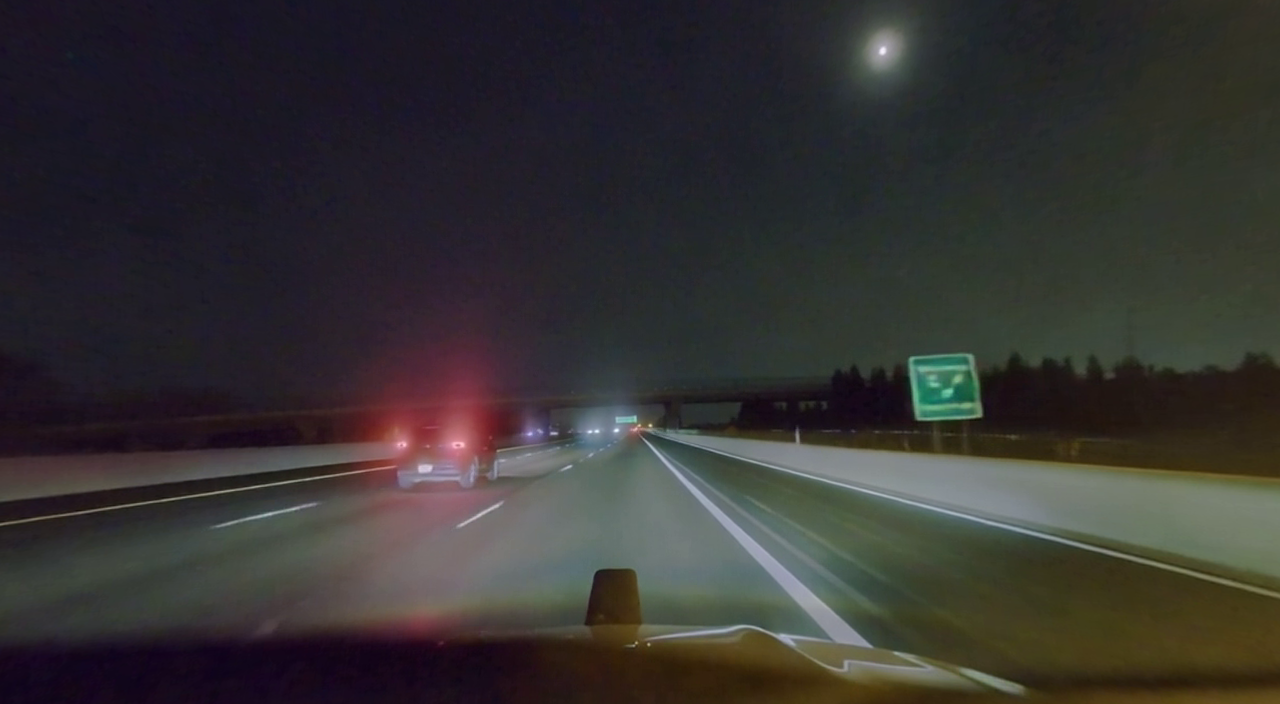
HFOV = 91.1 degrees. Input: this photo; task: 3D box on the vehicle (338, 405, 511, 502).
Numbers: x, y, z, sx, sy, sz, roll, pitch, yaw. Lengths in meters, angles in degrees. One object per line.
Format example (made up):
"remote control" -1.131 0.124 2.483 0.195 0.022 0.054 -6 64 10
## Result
"vehicle" -4.393 2.161 13.815 2.153 1.730 4.772 0 -8 -1
